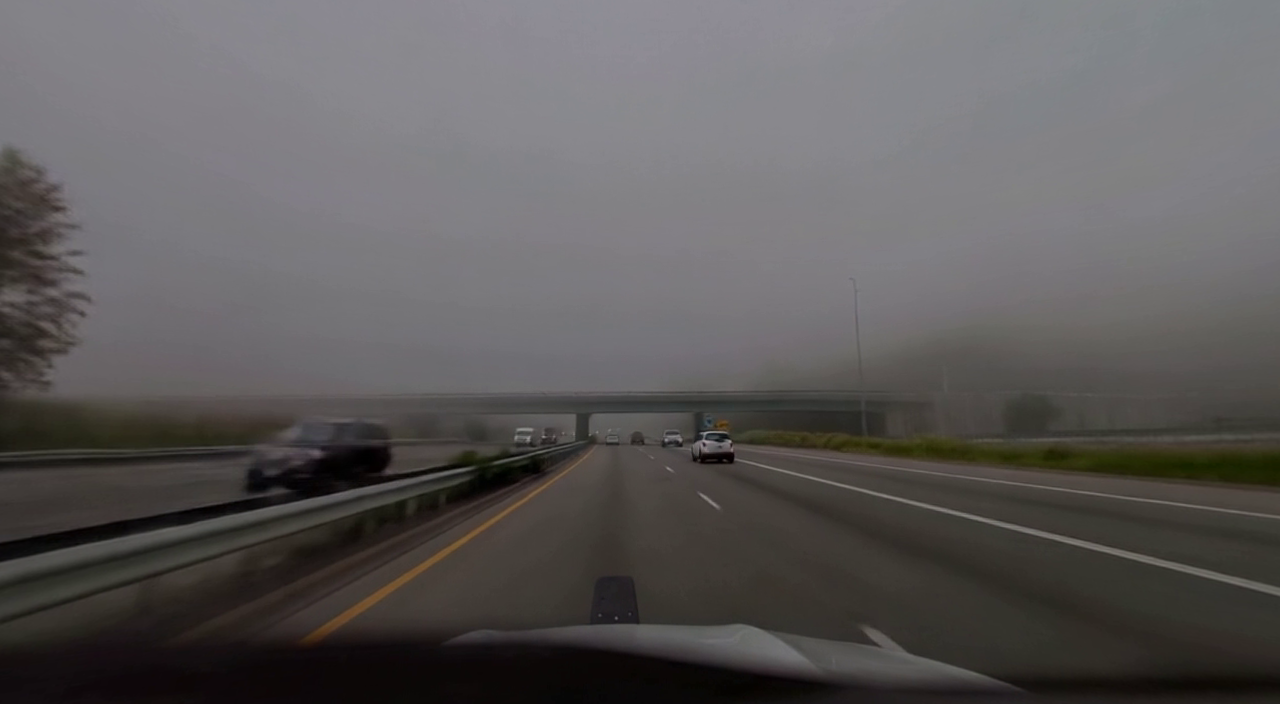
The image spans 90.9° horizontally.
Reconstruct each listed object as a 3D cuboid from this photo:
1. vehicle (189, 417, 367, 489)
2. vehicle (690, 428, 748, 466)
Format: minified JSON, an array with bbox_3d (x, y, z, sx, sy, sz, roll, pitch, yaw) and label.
[{"bbox_3d":[-8.754,2.476,15.781,1.961,1.545,4.290,0,-8,-1],"label":"vehicle"},{"bbox_3d":[3.439,4.203,28.057,1.938,1.578,3.764,0,-8,-3],"label":"vehicle"}]
